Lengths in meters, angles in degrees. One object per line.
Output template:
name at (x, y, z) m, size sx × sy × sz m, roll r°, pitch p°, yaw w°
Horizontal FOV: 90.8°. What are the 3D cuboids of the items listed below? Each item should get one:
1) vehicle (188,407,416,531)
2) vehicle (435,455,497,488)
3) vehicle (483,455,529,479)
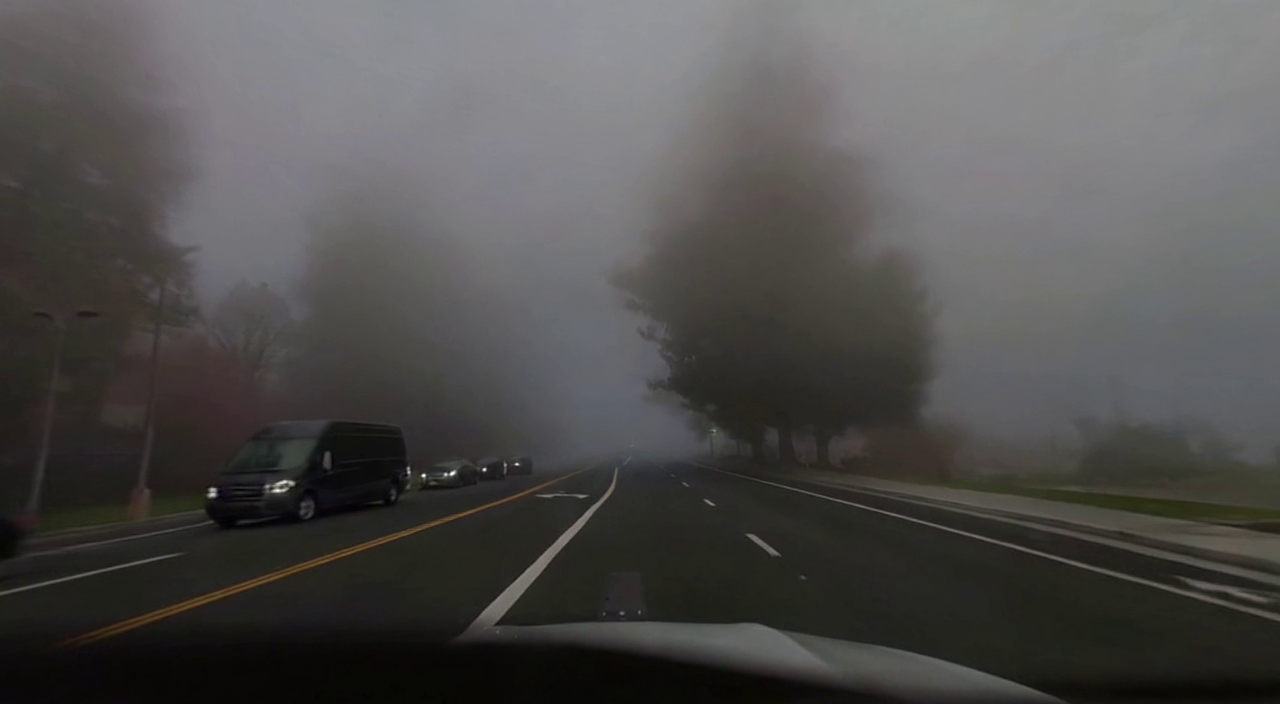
vehicle at (-8.789, 3.126, 17.597) m, size 2.617 × 2.736 × 6.621 m, roll 0°, pitch -9°, yaw 0°
vehicle at (-8.853, 6.097, 32.564) m, size 1.959 × 1.469 × 4.369 m, roll 0°, pitch -9°, yaw 0°
vehicle at (-8.816, 7.606, 41.989) m, size 1.940 × 1.452 × 4.441 m, roll -1°, pitch -9°, yaw 2°
